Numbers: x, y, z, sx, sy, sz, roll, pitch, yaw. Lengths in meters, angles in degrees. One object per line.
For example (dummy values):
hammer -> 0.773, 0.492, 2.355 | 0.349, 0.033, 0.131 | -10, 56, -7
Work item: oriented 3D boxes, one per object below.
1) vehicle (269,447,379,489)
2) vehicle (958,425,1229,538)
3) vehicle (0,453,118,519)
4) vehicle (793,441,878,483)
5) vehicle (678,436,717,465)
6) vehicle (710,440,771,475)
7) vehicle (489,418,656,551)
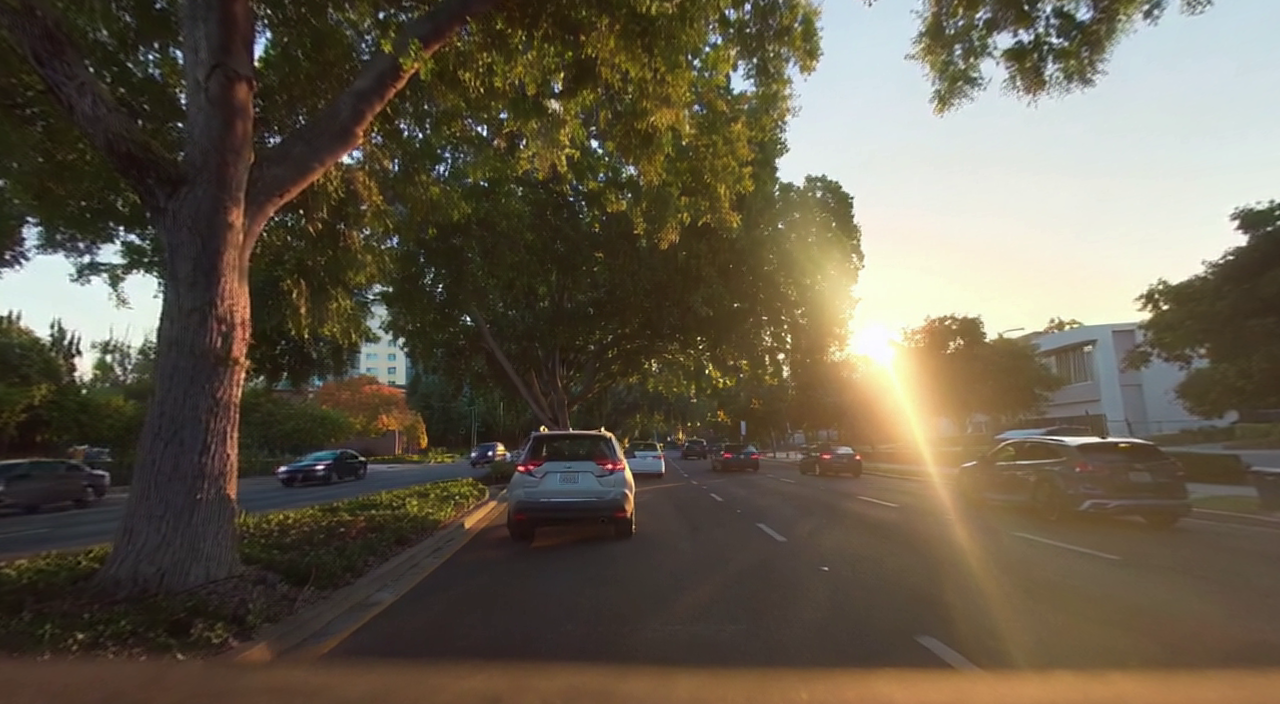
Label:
vehicle -> -12.192, 4.486, 24.745 | 1.981, 1.463, 4.395 | 0, -8, 1
vehicle -> 8.077, 2.307, 11.944 | 2.168, 1.709, 4.289 | -1, -8, 5
vehicle -> -15.808, 3.275, 15.610 | 1.900, 1.467, 4.609 | 0, -8, 0
vehicle -> 7.468, 4.237, 24.646 | 1.977, 1.485, 4.308 | 0, -8, 1
vehicle -> 3.791, 6.610, 42.533 | 2.114, 1.846, 4.659 | 0, -8, -1
vehicle -> 4.524, 4.822, 29.061 | 2.175, 1.477, 4.520 | 0, -8, 2
vehicle -> -1.022, 1.955, 9.951 | 2.106, 1.655, 3.717 | 1, -8, -6
